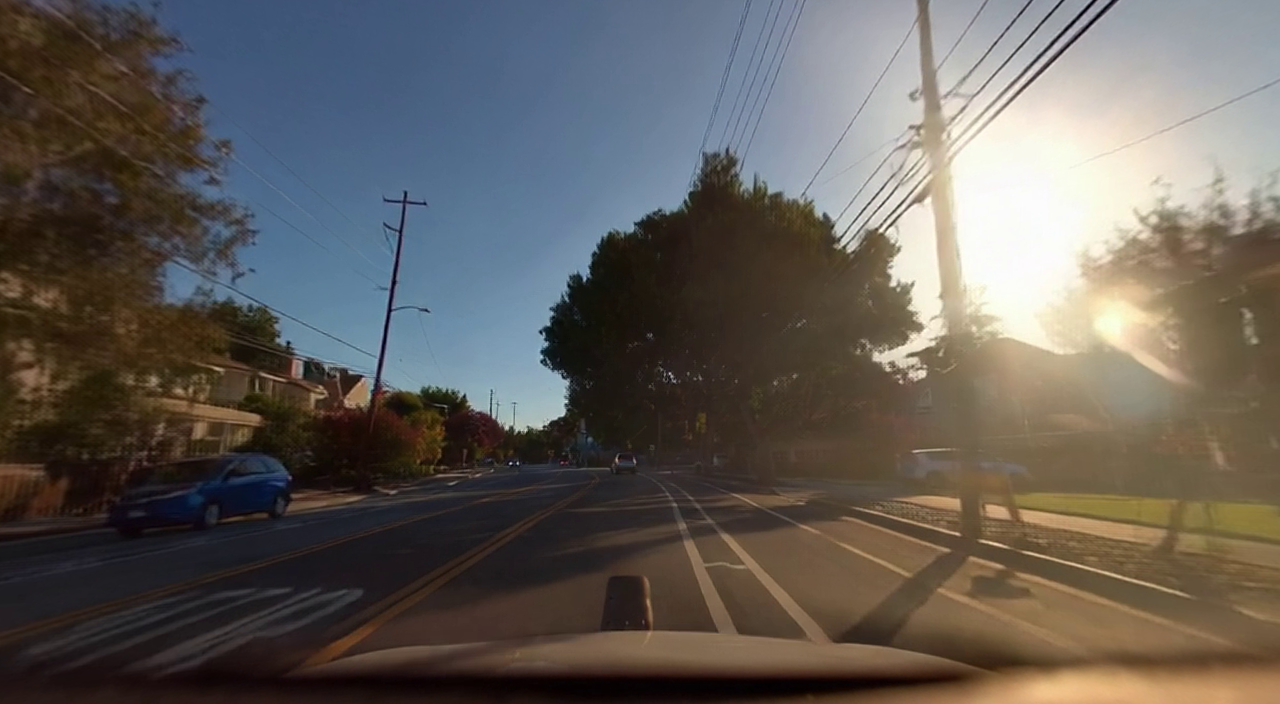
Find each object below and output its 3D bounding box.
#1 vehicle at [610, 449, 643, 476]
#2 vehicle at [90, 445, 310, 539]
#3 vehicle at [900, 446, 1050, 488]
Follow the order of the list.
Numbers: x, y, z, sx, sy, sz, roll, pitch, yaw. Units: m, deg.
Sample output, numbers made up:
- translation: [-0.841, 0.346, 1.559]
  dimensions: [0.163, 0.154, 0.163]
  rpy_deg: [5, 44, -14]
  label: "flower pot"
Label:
- translation: [-0.928, 8.204, 46.970]
  dimensions: [2.284, 1.741, 4.702]
  rpy_deg: [2, -8, 1]
  label: "vehicle"
- translation: [-11.143, 3.487, 16.623]
  dimensions: [1.998, 2.047, 5.167]
  rpy_deg: [0, -8, 0]
  label: "vehicle"
- translation: [12.745, 4.381, 24.201]
  dimensions: [4.648, 1.511, 1.919]
  rpy_deg: [0, -8, -2]
  label: "vehicle"
